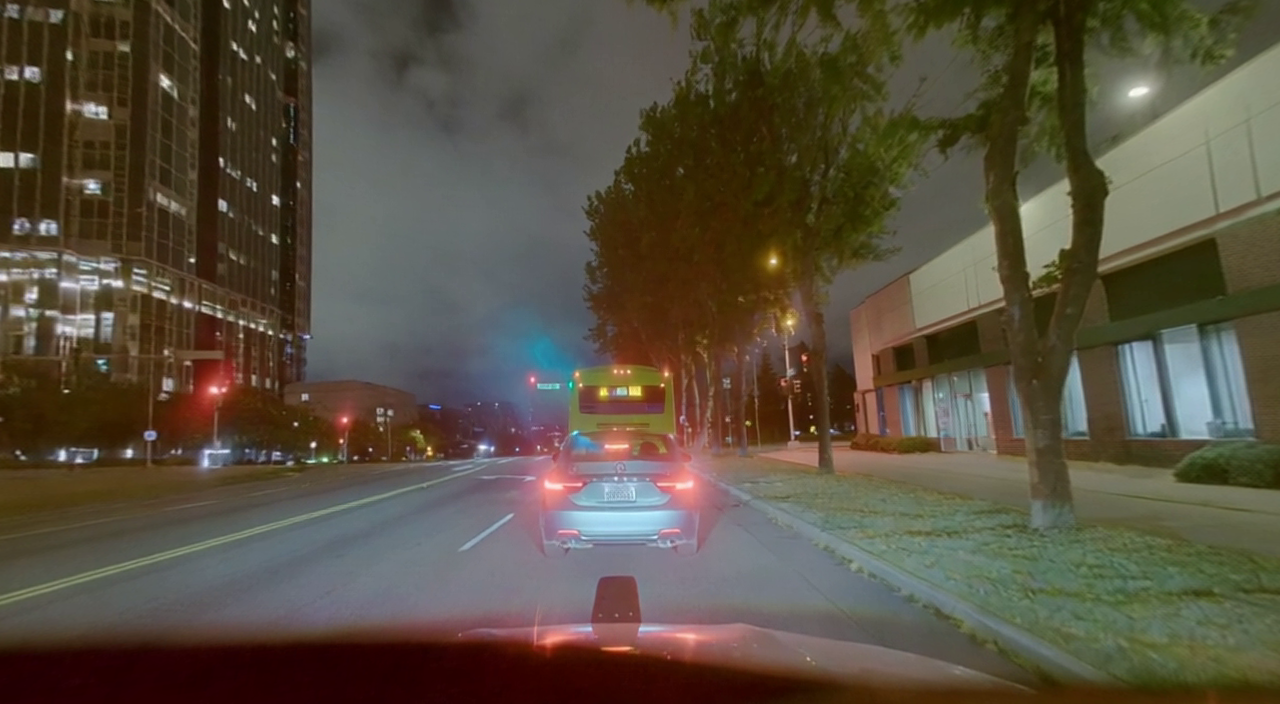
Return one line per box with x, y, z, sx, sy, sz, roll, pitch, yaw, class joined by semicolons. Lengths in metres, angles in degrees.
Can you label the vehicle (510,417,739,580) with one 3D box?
-0.196;1.587;7.707;2.064;1.452;3.942;0;-8;-2;vehicle
